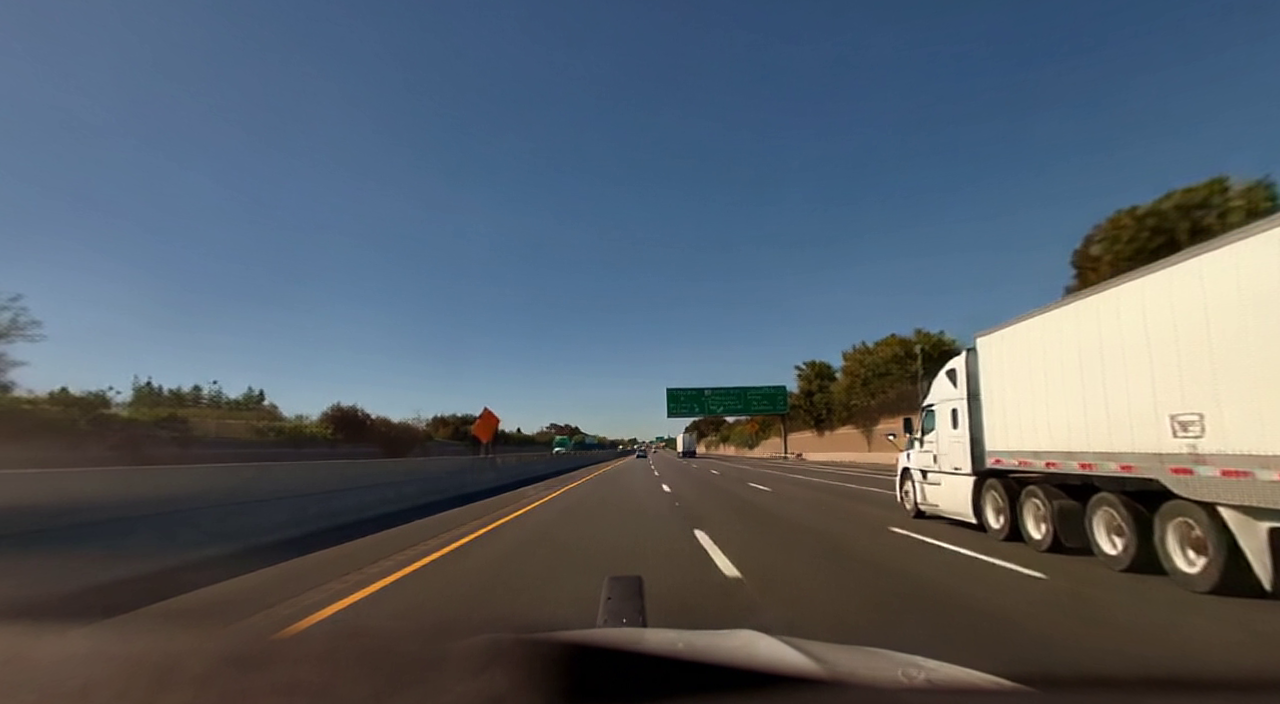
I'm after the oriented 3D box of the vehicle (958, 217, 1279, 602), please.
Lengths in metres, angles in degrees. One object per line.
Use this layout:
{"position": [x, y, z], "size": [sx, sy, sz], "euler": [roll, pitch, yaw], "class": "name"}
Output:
{"position": [6.713, 0.700, 6.674], "size": [2.690, 3.197, 7.515], "euler": [0, -9, 0], "class": "vehicle"}
